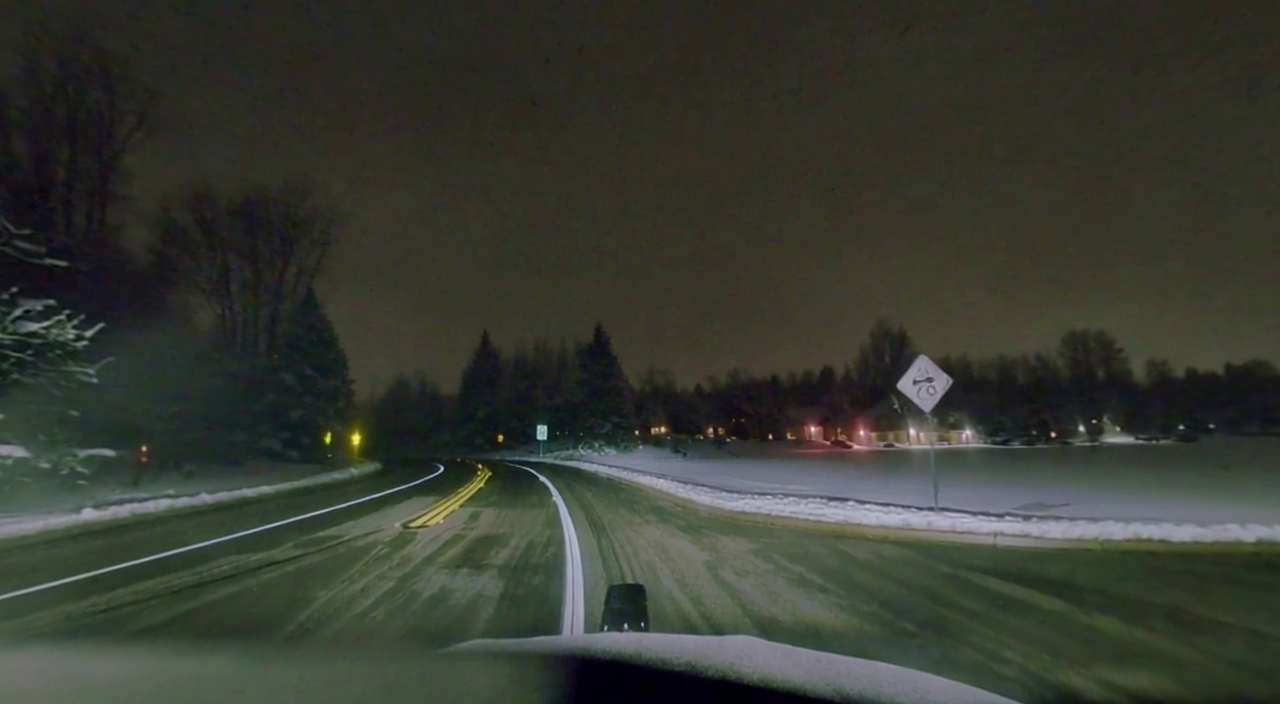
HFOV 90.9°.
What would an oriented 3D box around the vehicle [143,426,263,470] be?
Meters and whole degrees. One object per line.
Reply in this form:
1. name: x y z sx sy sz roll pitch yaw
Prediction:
1. vehicle: -21.231 4.645 30.675 4.699 1.996 2.116 -2 -9 14
